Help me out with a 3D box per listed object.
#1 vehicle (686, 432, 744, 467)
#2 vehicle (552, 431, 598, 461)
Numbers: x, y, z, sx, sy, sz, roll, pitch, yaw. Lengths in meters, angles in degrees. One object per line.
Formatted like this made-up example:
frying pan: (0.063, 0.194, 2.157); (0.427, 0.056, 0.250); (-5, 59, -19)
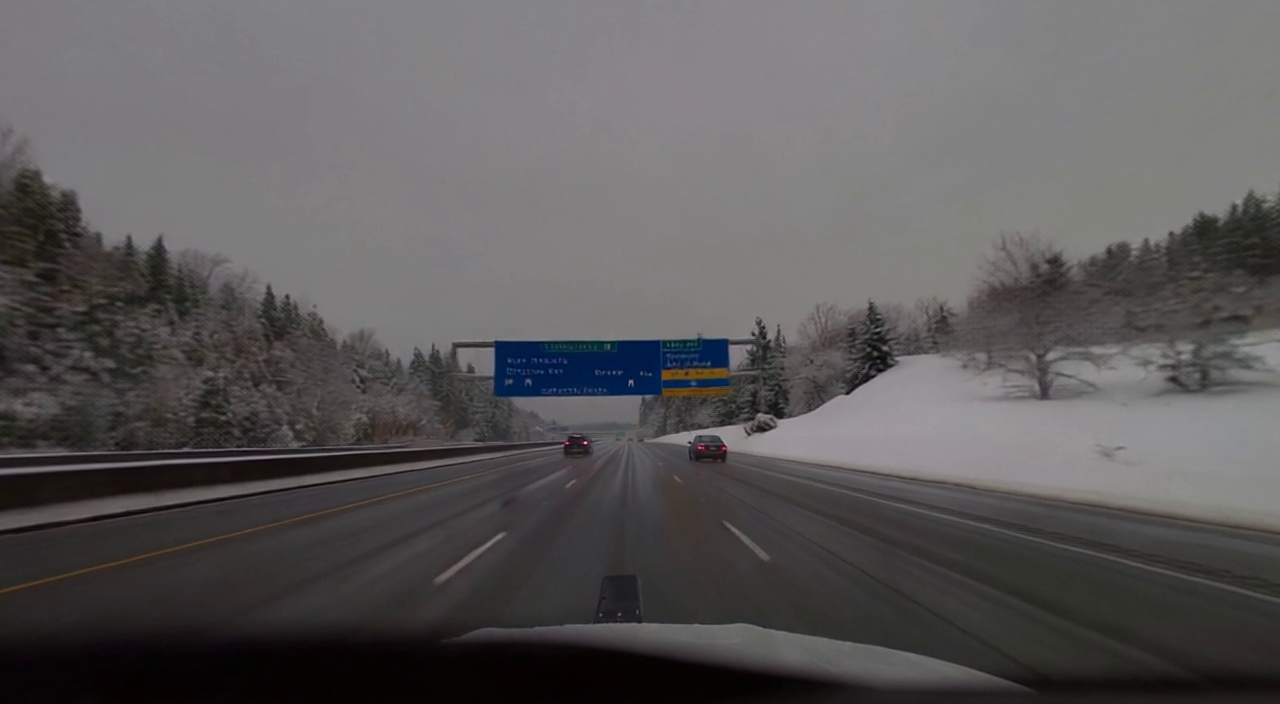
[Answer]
vehicle: (3.438, 4.570, 29.725); (2.077, 1.523, 4.539); (0, -8, -2)
vehicle: (-3.755, 5.508, 37.111); (2.219, 1.660, 4.153); (0, -8, 0)
